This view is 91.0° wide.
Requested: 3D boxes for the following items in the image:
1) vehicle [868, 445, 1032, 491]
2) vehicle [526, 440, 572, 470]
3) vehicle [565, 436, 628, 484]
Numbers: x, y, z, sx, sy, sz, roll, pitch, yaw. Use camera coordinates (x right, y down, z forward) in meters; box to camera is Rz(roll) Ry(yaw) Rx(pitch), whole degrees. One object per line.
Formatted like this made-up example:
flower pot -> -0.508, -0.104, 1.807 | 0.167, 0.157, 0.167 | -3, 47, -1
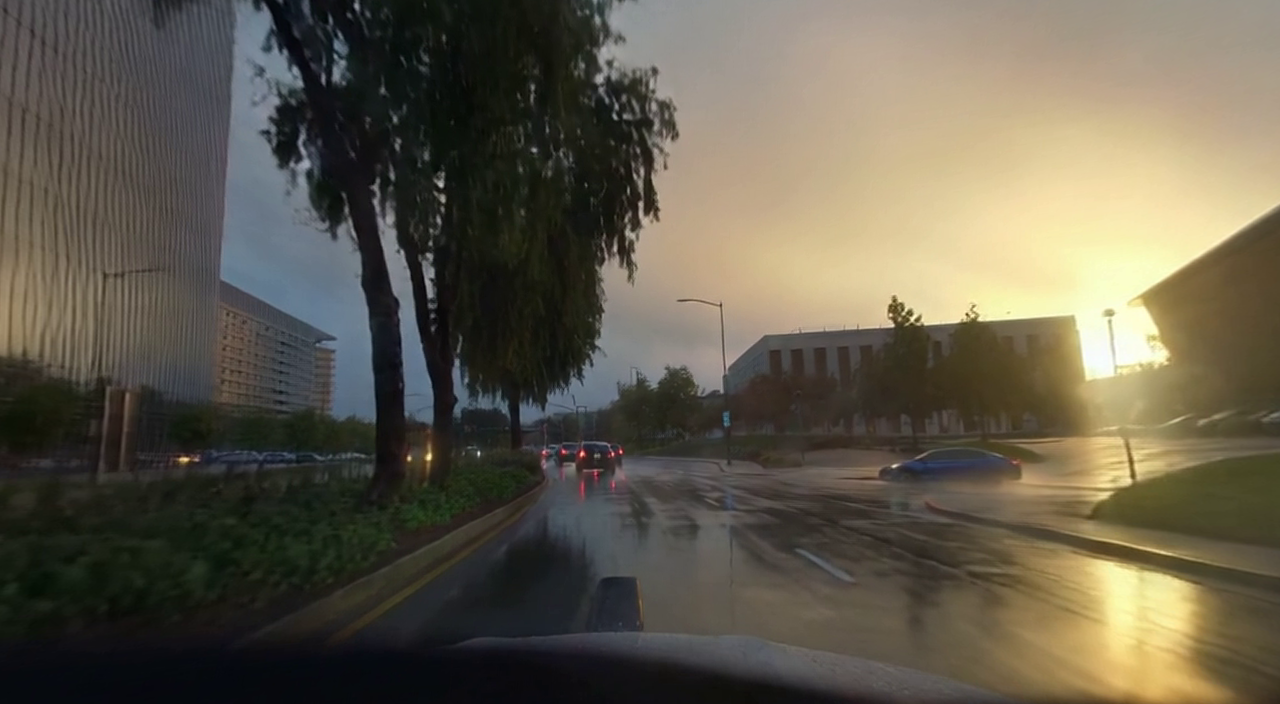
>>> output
vehicle -> 10.726, 4.035, 22.117 | 4.645, 1.505, 2.100 | -1, -9, 6
vehicle -> -5.672, 6.321, 38.917 | 2.121, 1.728, 4.161 | 3, -9, -17
vehicle -> -1.679, 4.128, 24.353 | 2.183, 1.675, 4.319 | 1, -8, -4
